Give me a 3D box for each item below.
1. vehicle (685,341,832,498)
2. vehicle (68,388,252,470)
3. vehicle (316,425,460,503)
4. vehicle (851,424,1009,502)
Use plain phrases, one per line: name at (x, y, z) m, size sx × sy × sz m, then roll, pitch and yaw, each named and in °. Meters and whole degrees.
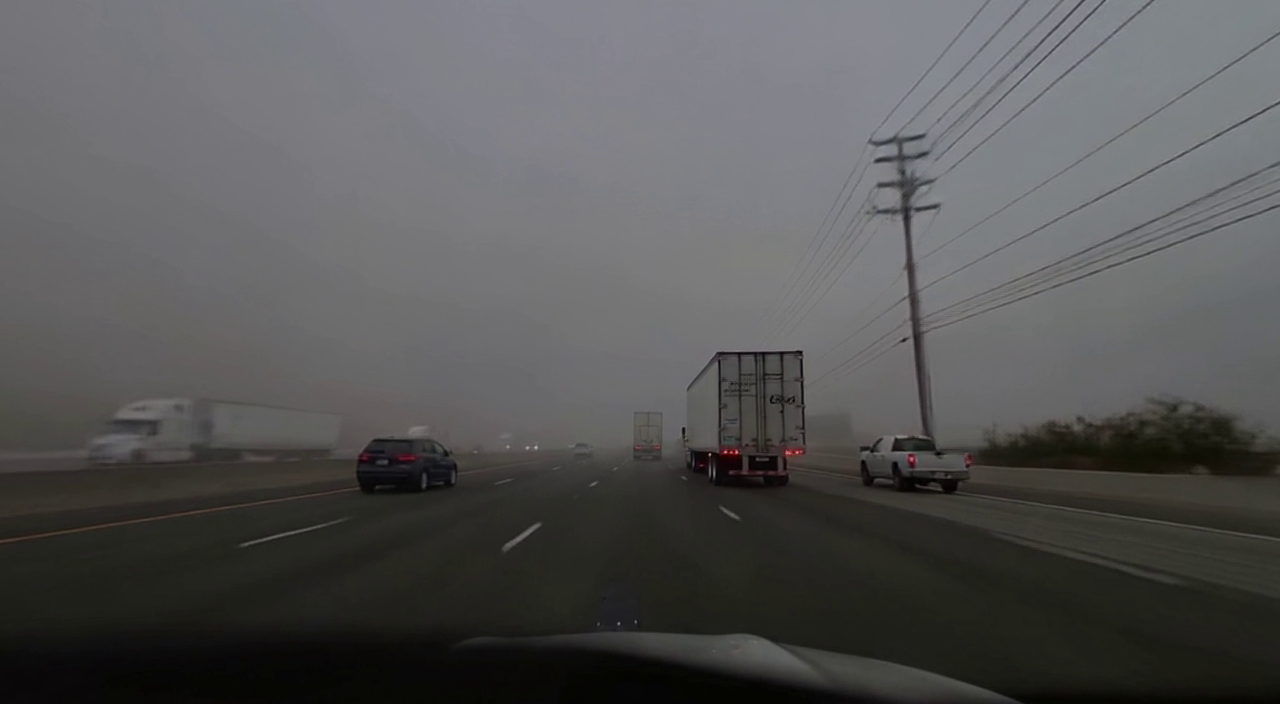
vehicle at (3.726, 3.009, 25.136) m, size 2.892 × 4.152 × 16.575 m, roll 0°, pitch -9°, yaw 1°
vehicle at (-28.162, 4.780, 38.121) m, size 3.005 × 4.241 × 9.960 m, roll 0°, pitch -9°, yaw 1°
vehicle at (-6.696, 3.030, 17.487) m, size 2.004 × 1.846 × 4.739 m, roll 0°, pitch -9°, yaw 0°
vehicle at (7.696, 3.001, 17.439) m, size 2.115 × 1.844 × 4.522 m, roll 0°, pitch -9°, yaw -1°
